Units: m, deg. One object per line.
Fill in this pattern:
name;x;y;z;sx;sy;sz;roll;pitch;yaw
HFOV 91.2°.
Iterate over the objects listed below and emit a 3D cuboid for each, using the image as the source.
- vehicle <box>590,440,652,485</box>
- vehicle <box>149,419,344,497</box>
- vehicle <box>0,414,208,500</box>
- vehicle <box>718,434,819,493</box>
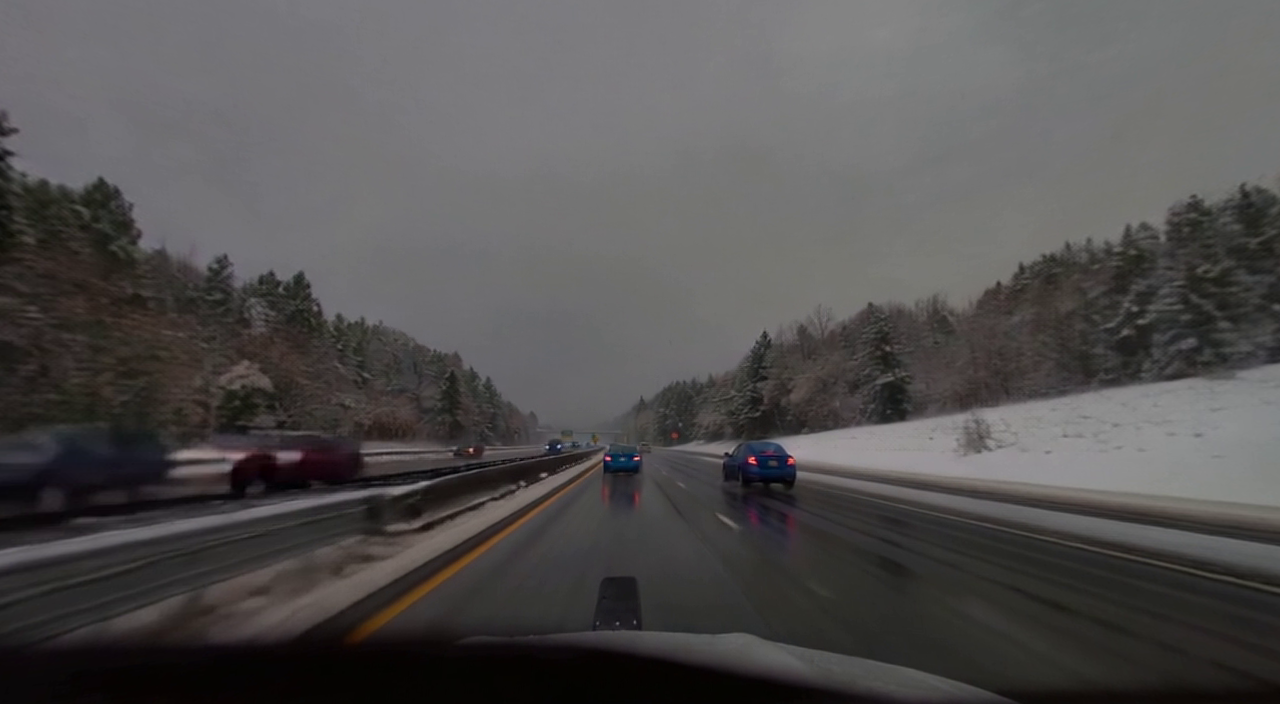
vehicle;-0.688;4.168;23.867;2.128;1.516;4.410;-1;-9;-1
vehicle;-9.641;2.652;15.953;2.044;1.661;4.534;-1;-9;-1
vehicle;-13.220;2.518;15.171;2.213;1.731;4.671;-1;-9;-1
vehicle;3.836;3.441;19.583;2.300;1.595;4.144;-1;-9;0
